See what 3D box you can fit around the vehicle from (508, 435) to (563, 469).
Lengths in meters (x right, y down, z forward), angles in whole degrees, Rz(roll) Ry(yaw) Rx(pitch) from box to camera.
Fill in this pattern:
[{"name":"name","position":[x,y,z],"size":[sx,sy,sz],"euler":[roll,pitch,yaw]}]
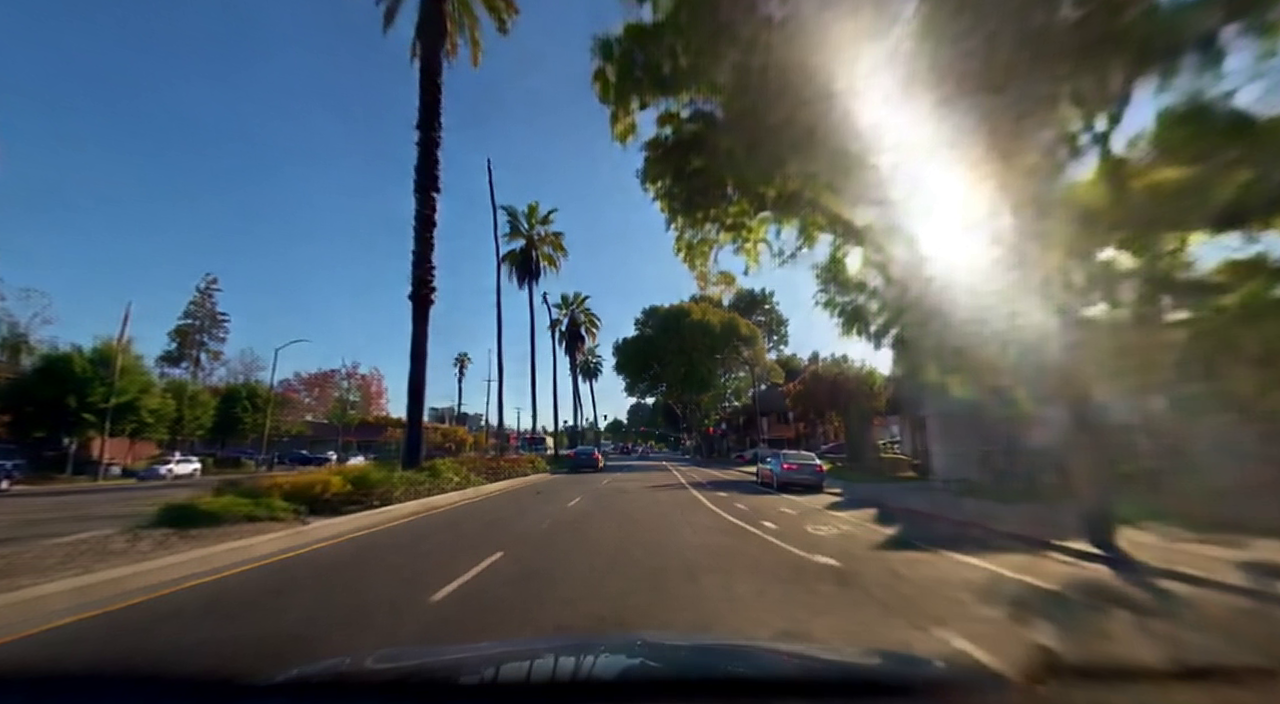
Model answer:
[{"name":"vehicle","position":[-6.686,6.537,41.148],"size":[2.457,2.010,6.330],"euler":[0,-9,1]}]

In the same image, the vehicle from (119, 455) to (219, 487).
[{"name":"vehicle","position":[-25.348,6.392,34.105],"size":[1.838,1.516,4.484],"euler":[0,-9,1]}]

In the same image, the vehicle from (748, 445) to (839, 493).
[{"name":"vehicle","position":[5.220,4.028,22.024],"size":[1.994,1.507,4.173],"euler":[1,-9,-2]}]

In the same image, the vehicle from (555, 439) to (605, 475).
[{"name":"vehicle","position":[-3.218,5.727,34.568],"size":[2.116,1.806,4.516],"euler":[0,-9,2]}]
